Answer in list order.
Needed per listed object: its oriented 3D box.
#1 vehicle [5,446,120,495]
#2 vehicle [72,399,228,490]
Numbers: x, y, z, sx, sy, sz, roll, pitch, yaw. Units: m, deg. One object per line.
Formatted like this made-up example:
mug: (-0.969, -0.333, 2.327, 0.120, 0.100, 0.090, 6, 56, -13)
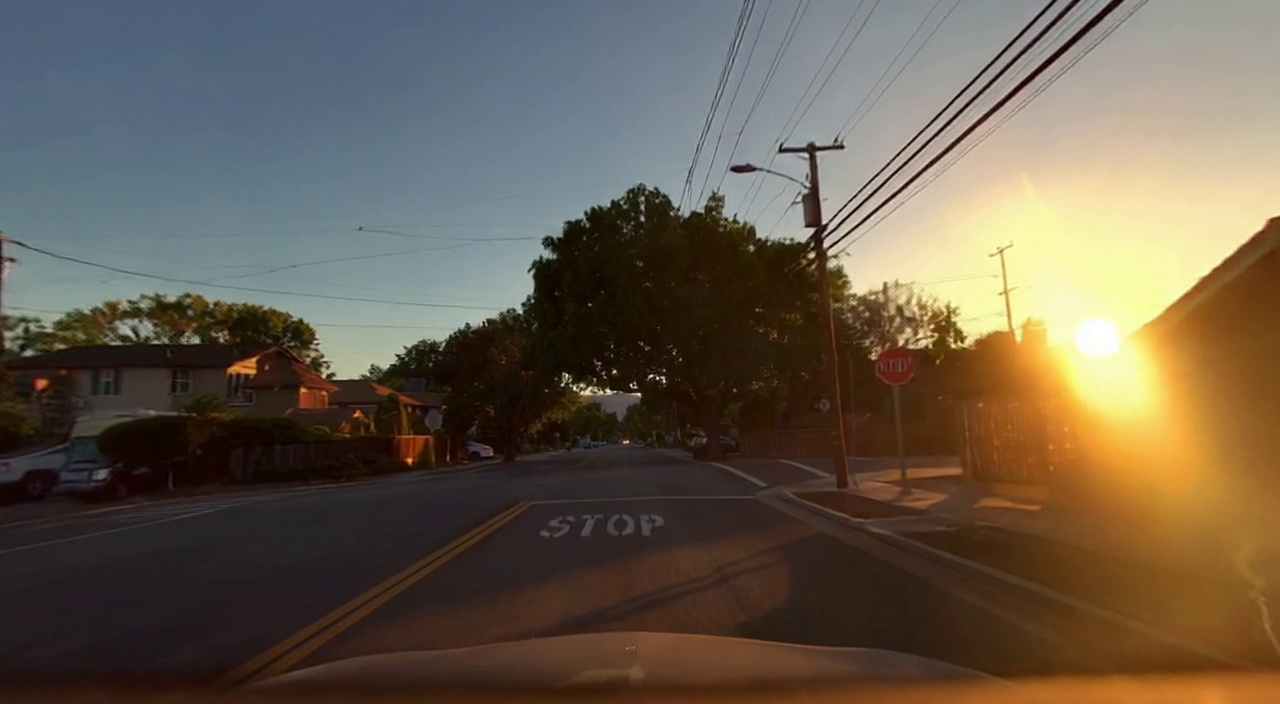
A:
vehicle: (-23.667, 4.821, 26.119, 2.083, 1.802, 4.455, 4, -9, -24)
vehicle: (-20.187, 4.113, 26.787, 2.842, 3.181, 8.576, 5, -12, -22)
